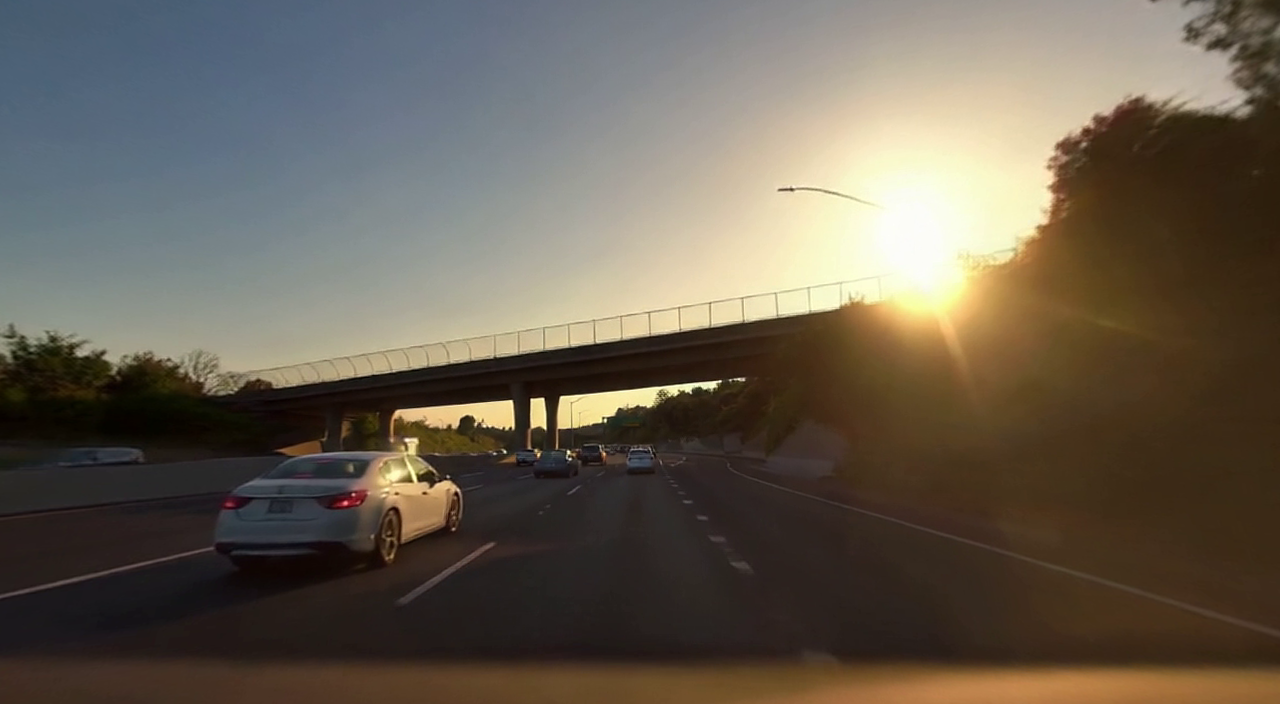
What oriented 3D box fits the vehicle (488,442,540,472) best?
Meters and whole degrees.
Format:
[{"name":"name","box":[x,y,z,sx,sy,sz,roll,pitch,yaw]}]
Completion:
[{"name":"vehicle","box":[-7.507,6.287,37.907,2.085,1.713,4.436,0,-8,1]}]

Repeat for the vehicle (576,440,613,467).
[{"name":"vehicle","box":[-3.236,7.385,45.836,2.237,1.841,4.683,0,-8,1]}]

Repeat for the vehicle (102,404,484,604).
[{"name":"vehicle","box":[-3.648,1.672,7.881,2.161,1.759,4.482,0,-8,1]}]

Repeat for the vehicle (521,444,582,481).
[{"name":"vehicle","box":[-3.850,4.878,28.012,1.997,1.490,4.471,0,-8,1]}]

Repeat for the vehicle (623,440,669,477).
[{"name":"vehicle","box":[0.269,5.277,31.379,2.160,1.678,4.178,0,-8,0]}]
